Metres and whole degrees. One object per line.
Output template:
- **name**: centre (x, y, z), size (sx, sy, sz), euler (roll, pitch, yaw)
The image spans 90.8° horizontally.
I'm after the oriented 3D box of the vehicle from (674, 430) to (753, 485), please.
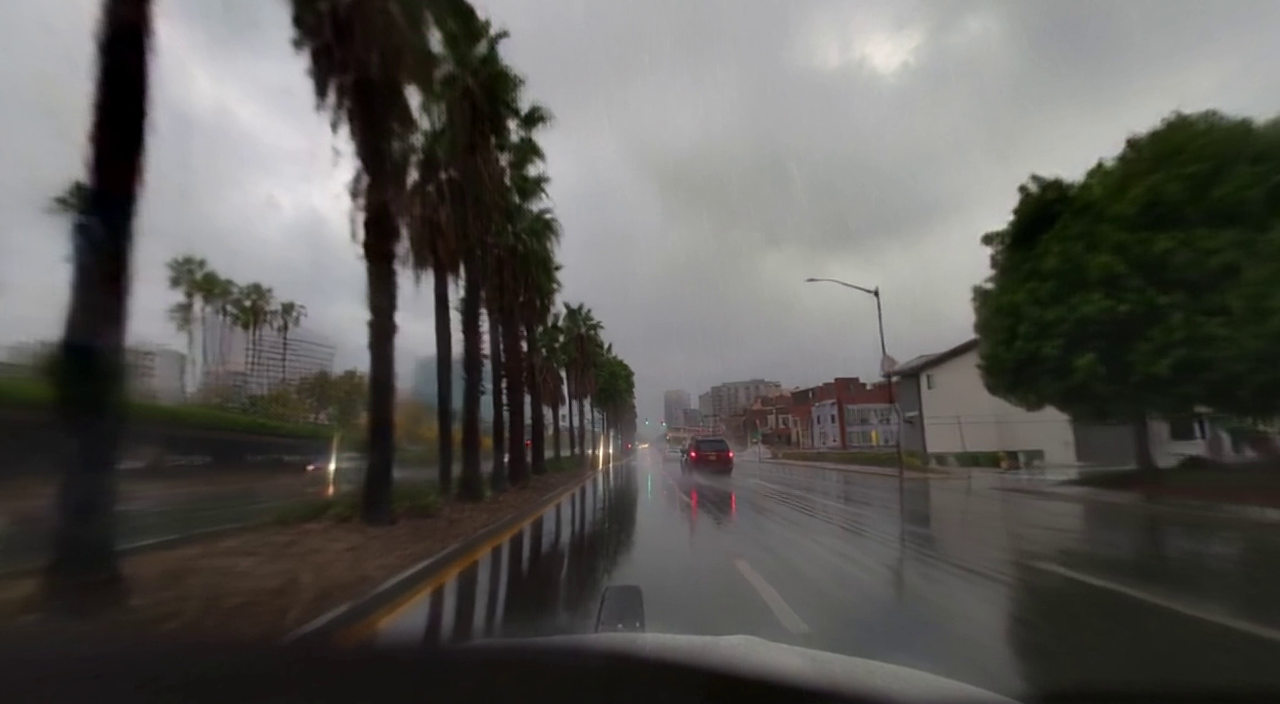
- **vehicle**: centre (2.877, 4.352, 26.340), size (2.559, 2.017, 5.562), euler (0, -9, -1)
